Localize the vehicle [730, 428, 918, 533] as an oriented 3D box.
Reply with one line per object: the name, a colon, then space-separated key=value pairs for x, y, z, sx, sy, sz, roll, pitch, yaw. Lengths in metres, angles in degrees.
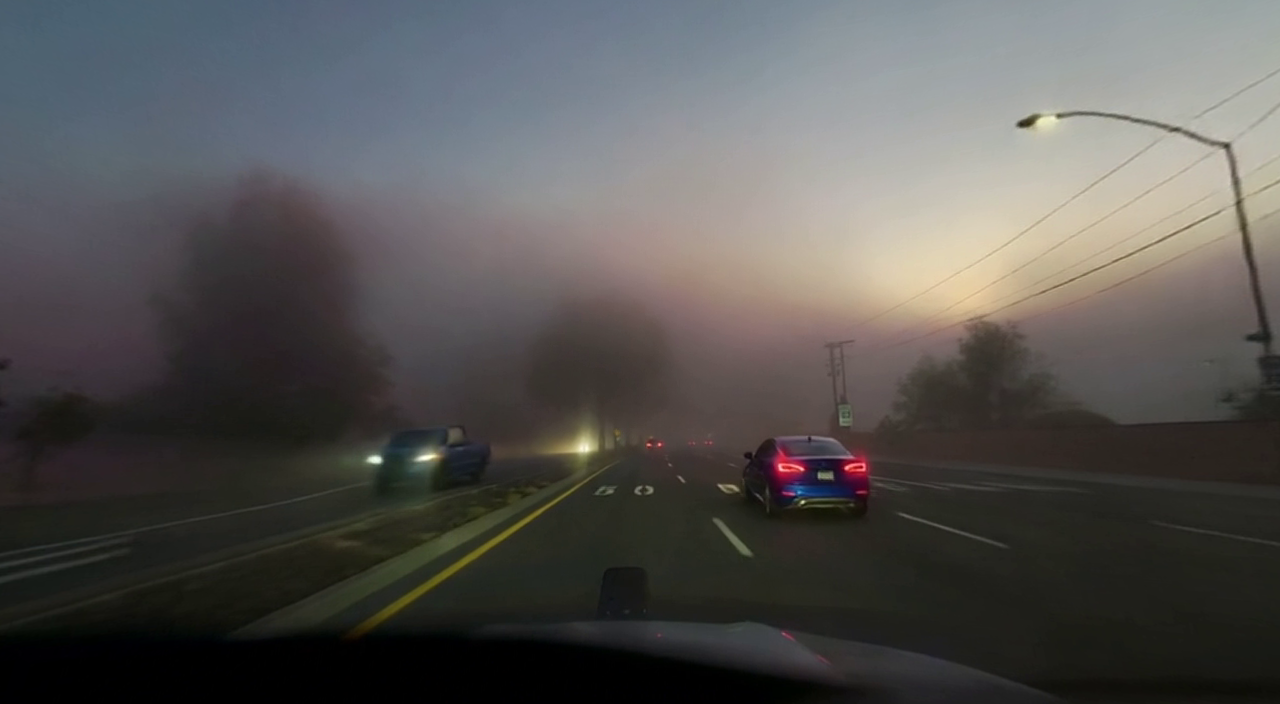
vehicle: x=2.931 y=2.131 z=11.174 sx=2.063 sy=1.481 sz=4.247 roll=0 pitch=-8 yaw=0

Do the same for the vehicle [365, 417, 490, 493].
vehicle: x=-5.855 y=2.878 z=17.994 sx=1.983 sy=1.882 sz=4.281 roll=0 pitch=-8 yaw=1
